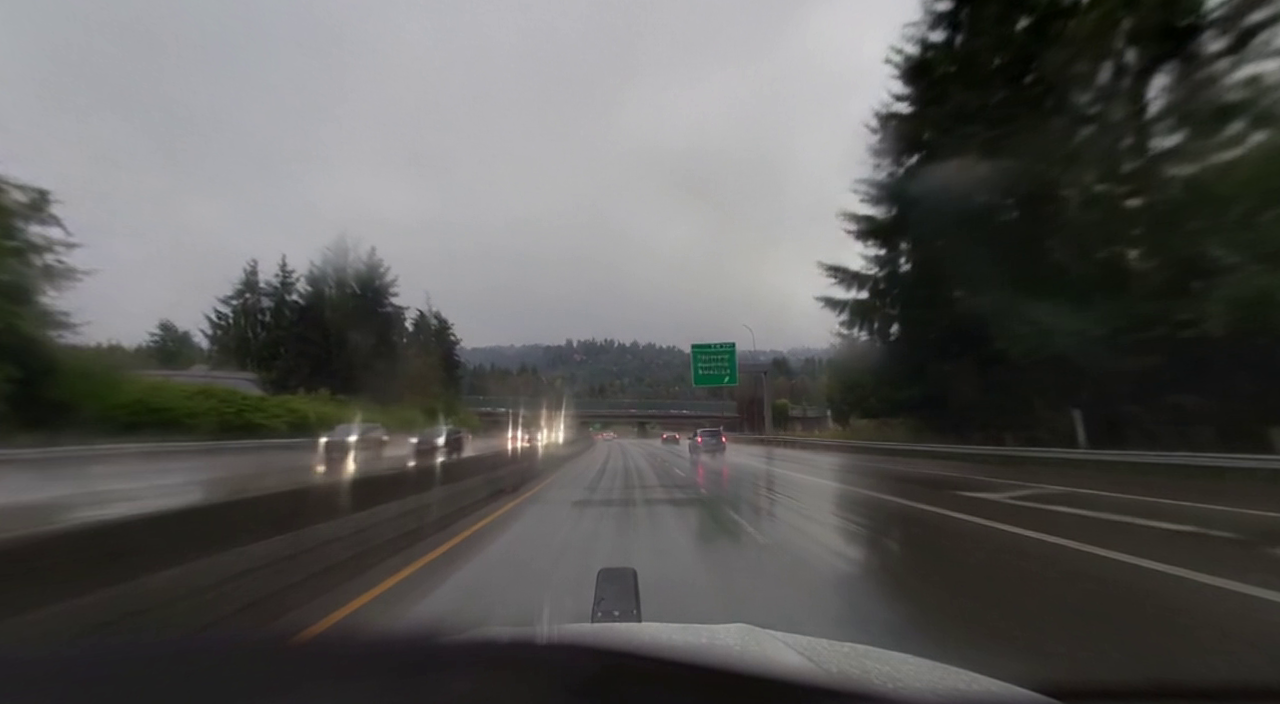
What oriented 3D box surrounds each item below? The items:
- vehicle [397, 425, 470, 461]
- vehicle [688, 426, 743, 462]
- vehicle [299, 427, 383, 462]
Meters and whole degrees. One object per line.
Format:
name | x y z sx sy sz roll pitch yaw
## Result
vehicle | -9.415 4.155 29.072 2.070 1.520 4.122 0 -7 -2
vehicle | 3.487 4.314 29.763 1.938 1.578 3.764 0 -8 -3
vehicle | -13.454 4.175 28.636 1.929 1.465 3.997 0 -7 -2
